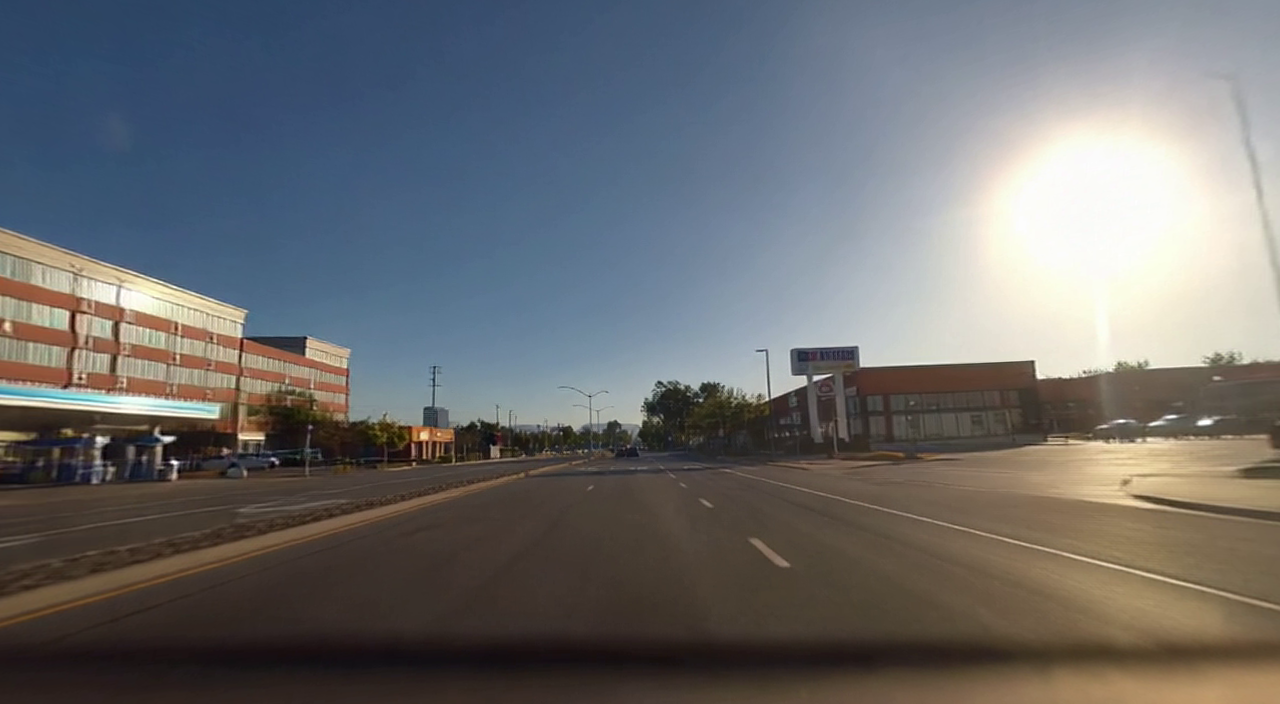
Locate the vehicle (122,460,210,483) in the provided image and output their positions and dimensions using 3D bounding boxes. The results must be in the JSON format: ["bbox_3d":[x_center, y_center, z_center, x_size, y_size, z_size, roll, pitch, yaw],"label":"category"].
[{"bbox_3d":[-33.437,8.446,44.653,4.683,1.495,2.052,-1,-9,5],"label":"vehicle"}]
